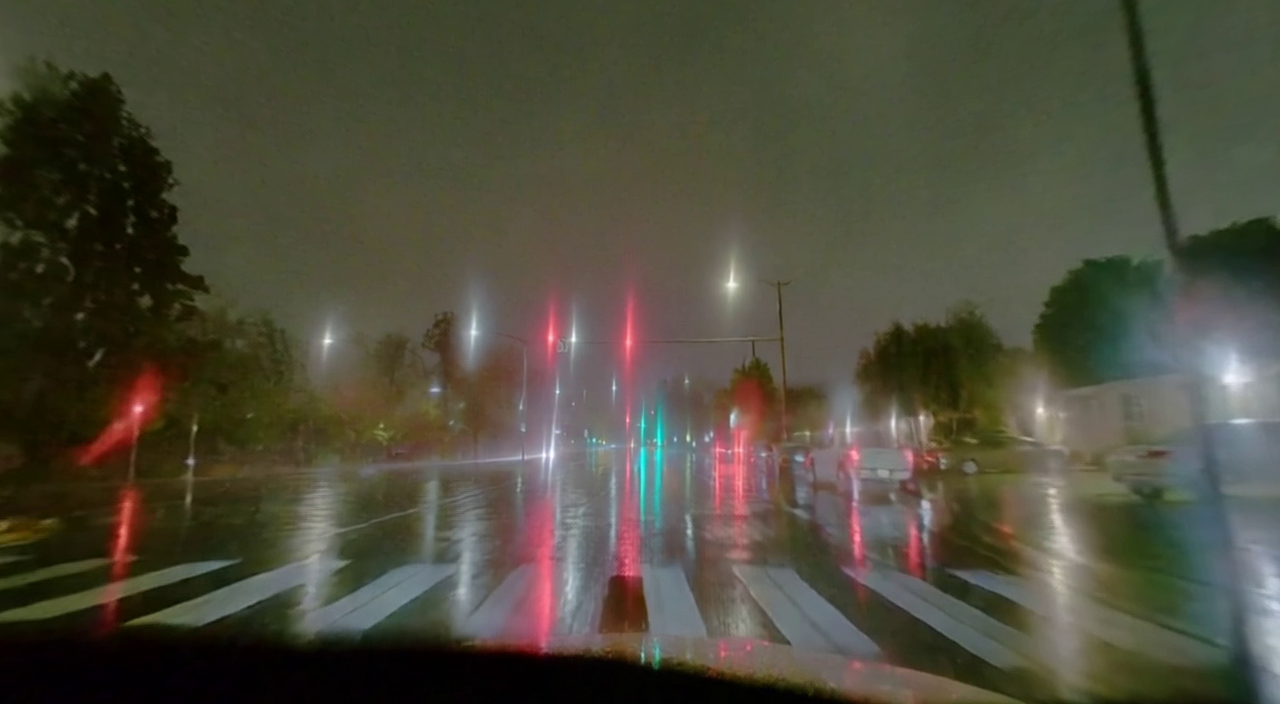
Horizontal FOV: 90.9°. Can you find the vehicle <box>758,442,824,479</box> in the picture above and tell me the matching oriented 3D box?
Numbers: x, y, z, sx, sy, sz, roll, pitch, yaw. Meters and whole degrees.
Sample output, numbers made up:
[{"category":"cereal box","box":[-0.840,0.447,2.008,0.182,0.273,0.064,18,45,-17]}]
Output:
[{"category":"vehicle","box":[6.421,4.648,27.381,1.936,1.456,4.445,0,-9,2]}]

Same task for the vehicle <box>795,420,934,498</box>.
[{"category":"vehicle","box":[6.311,3.089,18.505,2.293,1.942,5.004,0,-9,1]}]

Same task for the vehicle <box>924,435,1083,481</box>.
[{"category":"vehicle","box":[12.313,3.620,21.735,4.452,1.459,2.001,-4,-9,23]}]

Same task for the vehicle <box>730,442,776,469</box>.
[{"category":"vehicle","box":[6.525,6.011,36.819,1.976,1.498,4.390,0,-9,1]}]

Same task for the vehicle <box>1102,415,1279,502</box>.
[{"category":"vehicle","box":[12.269,2.070,12.414,4.585,1.564,2.078,-3,-9,19]}]
